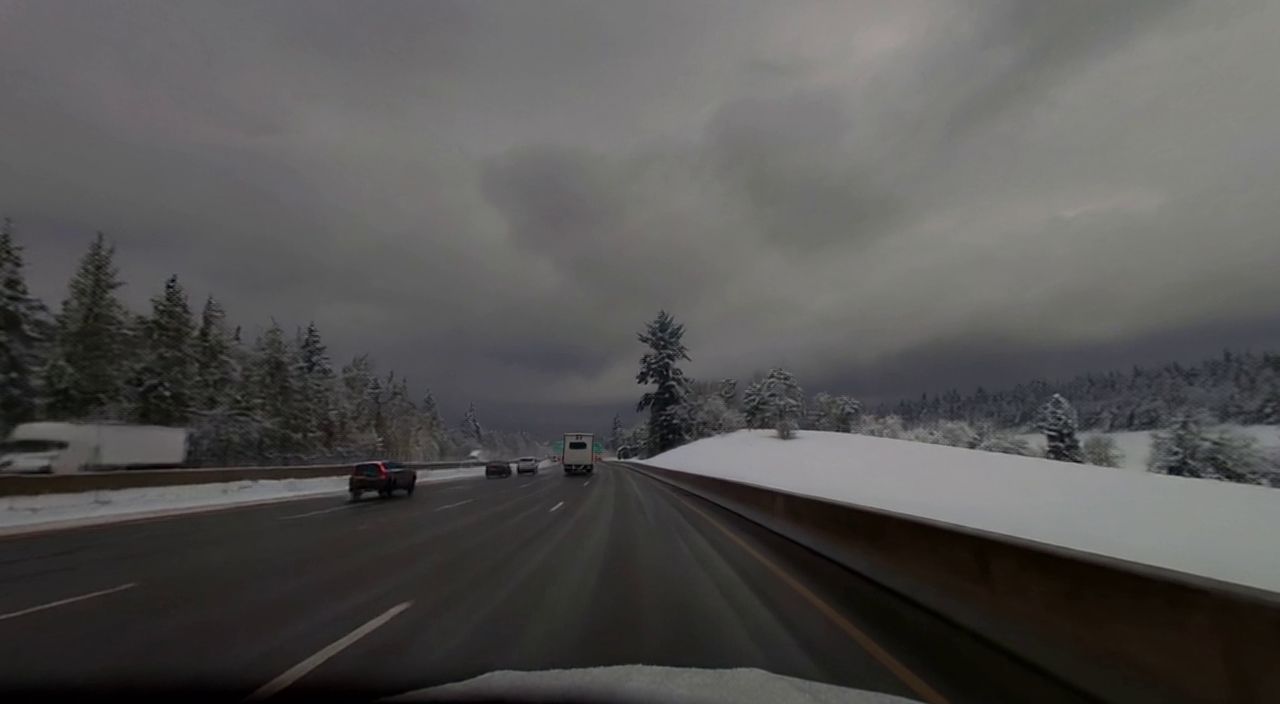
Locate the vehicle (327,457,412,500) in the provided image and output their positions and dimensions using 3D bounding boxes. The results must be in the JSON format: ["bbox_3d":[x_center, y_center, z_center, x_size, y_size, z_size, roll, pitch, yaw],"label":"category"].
[{"bbox_3d":[-12.501,5.844,29.514,2.005,1.774,4.610,0,-9,-1],"label":"vehicle"}]

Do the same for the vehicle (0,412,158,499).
[{"bbox_3d":[-25.195,4.420,27.317,2.618,3.213,7.693,0,-9,-2],"label":"vehicle"}]
